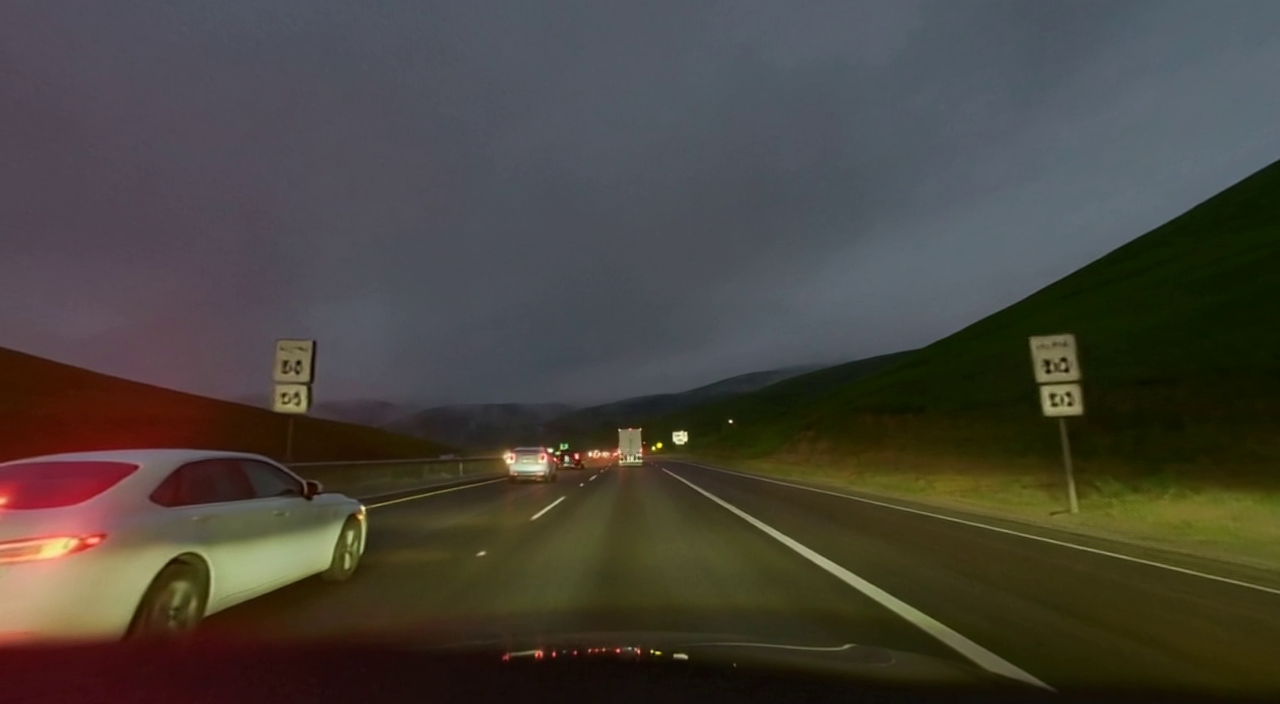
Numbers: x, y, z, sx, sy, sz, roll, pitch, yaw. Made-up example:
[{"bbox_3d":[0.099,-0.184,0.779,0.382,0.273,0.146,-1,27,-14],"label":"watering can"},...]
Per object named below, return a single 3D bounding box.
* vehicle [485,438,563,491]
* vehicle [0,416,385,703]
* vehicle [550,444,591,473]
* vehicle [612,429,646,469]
[{"bbox_3d":[-4.069,4.025,22.883,2.073,1.694,4.162,0,-9,0],"label":"vehicle"},{"bbox_3d":[-3.775,1.301,4.578,1.988,1.440,4.504,0,-9,-1],"label":"vehicle"},{"bbox_3d":[-4.164,6.424,38.333,2.044,1.624,4.032,0,-9,0],"label":"vehicle"},{"bbox_3d":[-0.714,6.909,44.749,2.227,2.611,5.900,0,-9,0],"label":"vehicle"}]
